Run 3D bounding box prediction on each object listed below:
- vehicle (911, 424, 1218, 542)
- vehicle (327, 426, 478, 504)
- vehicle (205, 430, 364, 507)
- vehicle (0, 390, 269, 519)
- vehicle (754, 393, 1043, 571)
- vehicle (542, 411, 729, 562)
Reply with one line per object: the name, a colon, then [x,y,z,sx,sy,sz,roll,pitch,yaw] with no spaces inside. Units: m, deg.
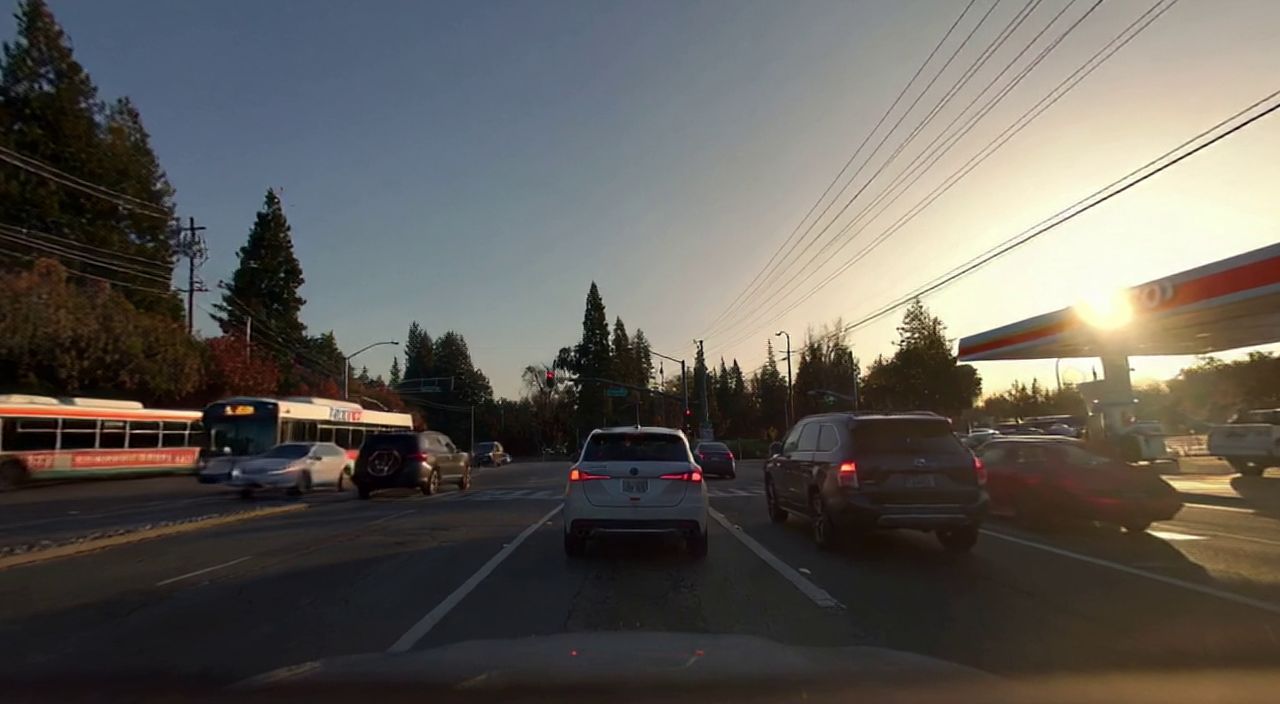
vehicle: [6.445,2.024,10.442,1.829,1.494,4.552,0,-8,-1]
vehicle: [-6.204,3.018,17.319,2.190,1.795,4.993,0,-9,0]
vehicle: [-10.219,3.365,18.693,2.163,1.812,4.686,-4,-8,-2]
vehicle: [-18.902,3.674,23.012,3.010,3.475,12.655,0,-9,0]
vehicle: [3.041,1.642,8.664,2.049,1.813,4.245,0,-9,-1]
vehicle: [-0.104,1.818,9.195,2.087,1.677,4.053,0,-9,-2]
